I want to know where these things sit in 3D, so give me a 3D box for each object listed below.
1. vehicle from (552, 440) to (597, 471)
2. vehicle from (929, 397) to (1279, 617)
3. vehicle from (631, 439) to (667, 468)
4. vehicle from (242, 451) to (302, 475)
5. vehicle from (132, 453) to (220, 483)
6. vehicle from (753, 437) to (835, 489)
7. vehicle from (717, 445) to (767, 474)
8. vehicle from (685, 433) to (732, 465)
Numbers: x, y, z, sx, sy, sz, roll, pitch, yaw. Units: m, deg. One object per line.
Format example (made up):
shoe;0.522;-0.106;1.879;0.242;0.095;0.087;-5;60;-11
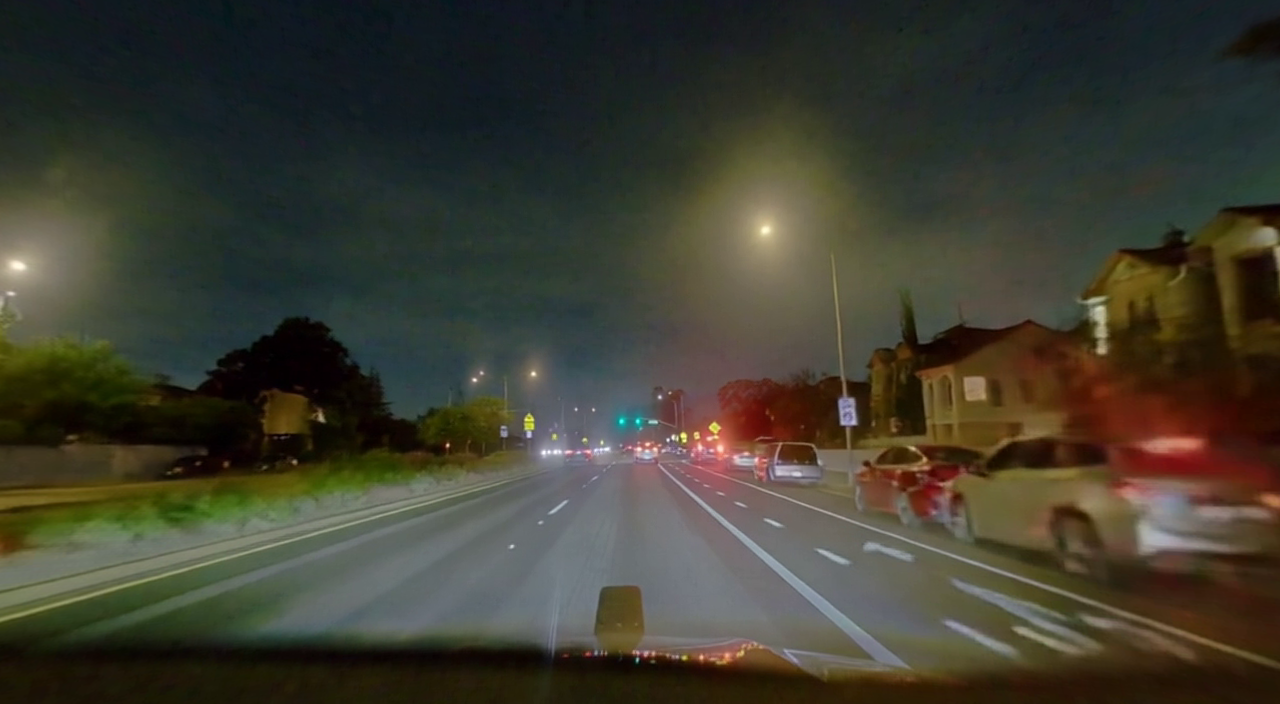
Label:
vehicle;-3.924;6.344;38.840;2.233;1.775;4.491;0;-9;1
vehicle;5.773;1.648;7.737;2.154;1.824;4.782;0;-9;0
vehicle;0.540;6.943;43.385;2.273;1.851;5.075;0;-9;-1
vehicle;-25.792;7.780;44.433;1.794;1.595;4.123;0;-9;0
vehicle;-25.998;6.486;35.597;1.855;1.552;4.092;0;-9;-1
vehicle;5.696;4.141;23.990;2.020;1.762;4.559;0;-9;1
vehicle;5.619;5.983;35.353;1.910;1.520;4.375;0;-9;-3
vehicle;5.245;7.632;49.855;2.763;2.329;7.864;0;-8;0
